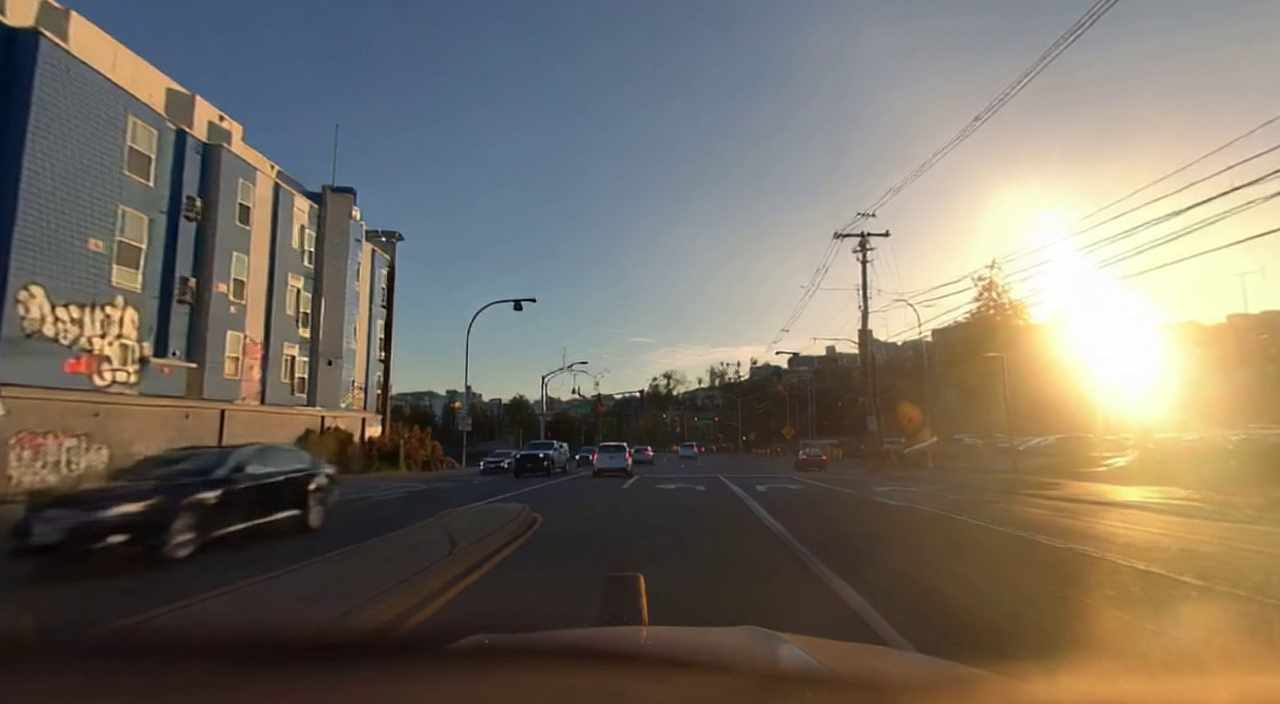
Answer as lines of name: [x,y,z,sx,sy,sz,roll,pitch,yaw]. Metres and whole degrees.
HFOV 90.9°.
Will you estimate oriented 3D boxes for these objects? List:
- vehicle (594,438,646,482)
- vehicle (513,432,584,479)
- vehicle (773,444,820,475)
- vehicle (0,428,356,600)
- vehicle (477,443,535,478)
vehicle: [-0.867,4.830,28.687,2.160,1.786,4.702,0,-8,-1]
vehicle: [-4.690,5.464,33.440,2.515,2.248,5.821,-1,-9,4]
vehicle: [9.596,6.619,39.036,1.952,1.749,4.311,-1,-8,3]
vehicle: [-5.564,1.738,7.805,1.973,1.502,4.275,-1,-8,2]
vehicle: [-7.522,6.155,35.893,2.123,1.831,4.304,-1,-9,3]
